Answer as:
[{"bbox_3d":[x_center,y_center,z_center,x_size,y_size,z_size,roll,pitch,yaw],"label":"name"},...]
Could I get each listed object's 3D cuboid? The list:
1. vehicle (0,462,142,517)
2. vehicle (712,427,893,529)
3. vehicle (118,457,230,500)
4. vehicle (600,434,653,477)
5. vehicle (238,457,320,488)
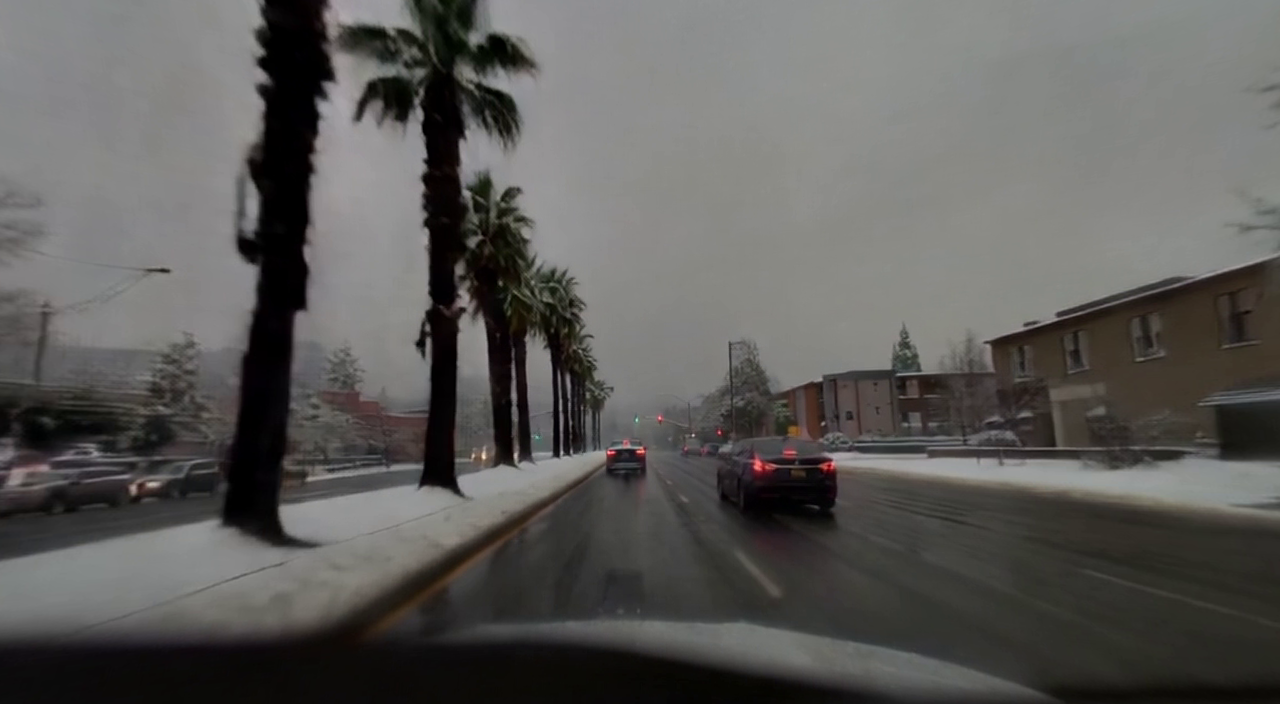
[{"bbox_3d":[-19.436,4.507,21.055,1.920,1.505,4.351,0,-9,1],"label":"vehicle"},{"bbox_3d":[2.849,2.356,12.358,2.195,1.590,4.668,0,-9,-1],"label":"vehicle"},{"bbox_3d":[-19.707,5.321,26.844,1.753,1.600,4.040,0,-9,-2],"label":"vehicle"},{"bbox_3d":[-0.601,4.770,29.143,2.277,1.816,4.192,0,-9,-1],"label":"vehicle"},{"bbox_3d":[-19.540,6.521,34.302,1.847,1.466,4.530,0,-9,-1],"label":"vehicle"}]
